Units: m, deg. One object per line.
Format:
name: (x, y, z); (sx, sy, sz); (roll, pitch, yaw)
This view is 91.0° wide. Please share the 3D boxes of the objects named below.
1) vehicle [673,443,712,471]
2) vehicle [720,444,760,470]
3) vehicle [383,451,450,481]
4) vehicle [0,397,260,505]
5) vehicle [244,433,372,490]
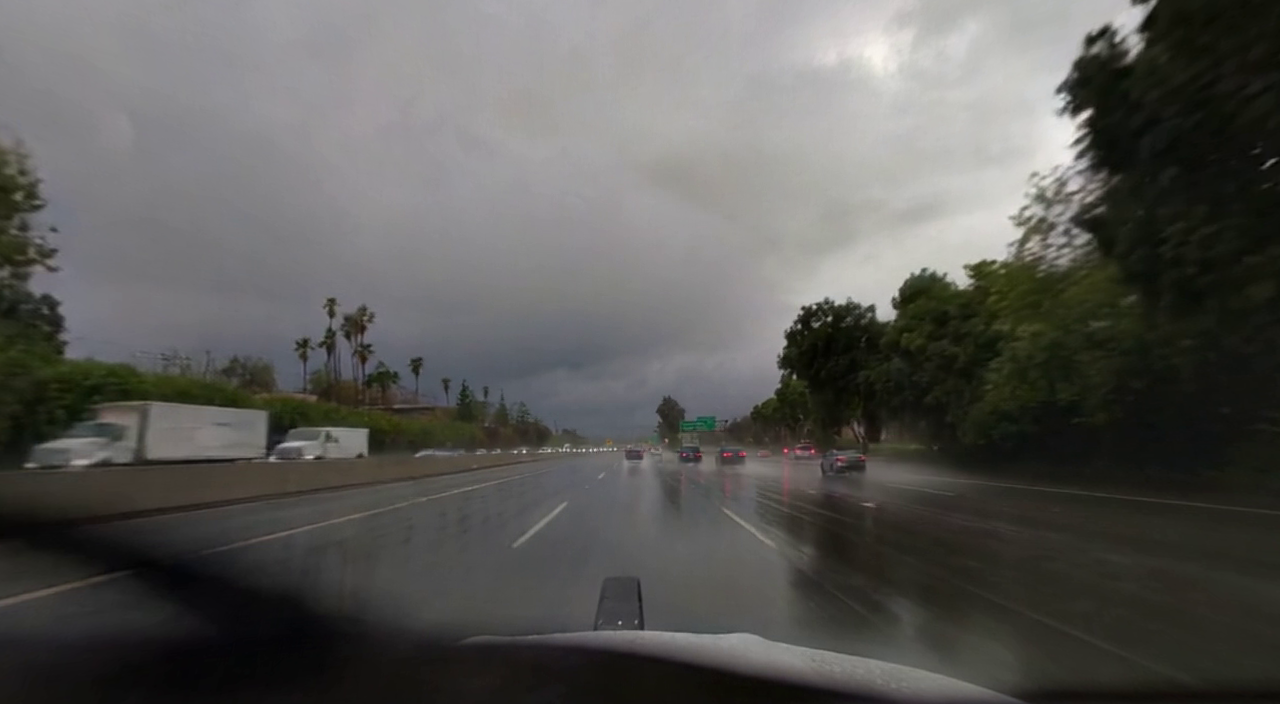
vehicle: (3.329, 6.719, 40.632); (2.035, 1.704, 3.867); (0, -8, -2)
vehicle: (6.807, 7.161, 43.098); (1.902, 1.623, 4.360); (0, -8, -2)
vehicle: (-12.045, 6.152, 34.233); (1.980, 1.494, 4.511); (0, -8, 0)
vehicle: (-19.625, 3.915, 25.301); (3.038, 3.554, 8.784); (0, -8, 0)
vehicle: (-15.872, 5.248, 30.670); (2.780, 2.467, 6.067); (0, -8, 1)
